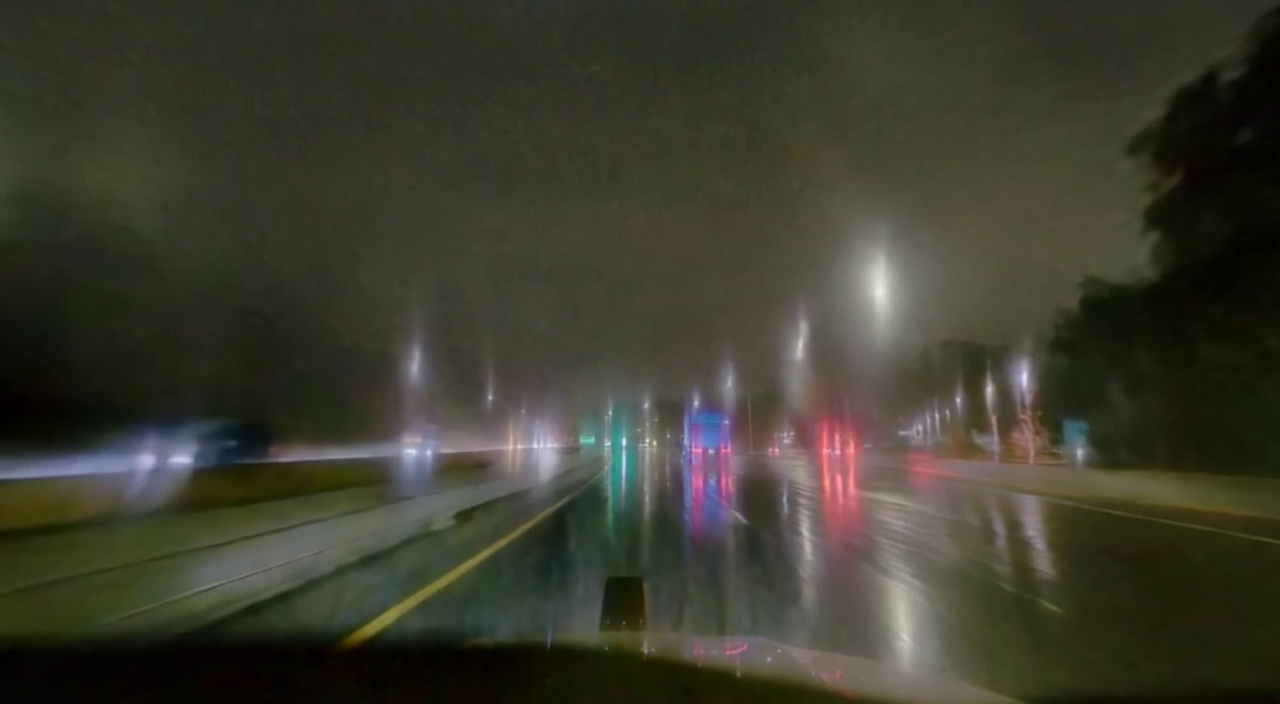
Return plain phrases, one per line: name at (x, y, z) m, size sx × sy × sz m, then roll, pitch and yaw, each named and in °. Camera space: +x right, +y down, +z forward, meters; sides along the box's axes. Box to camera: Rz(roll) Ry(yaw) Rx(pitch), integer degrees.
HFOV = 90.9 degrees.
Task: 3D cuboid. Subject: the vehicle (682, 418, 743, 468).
vehicle at (3.822, 5.016, 34.689) m, size 2.430 × 2.495 × 6.062 m, roll 0°, pitch -8°, yaw -2°
